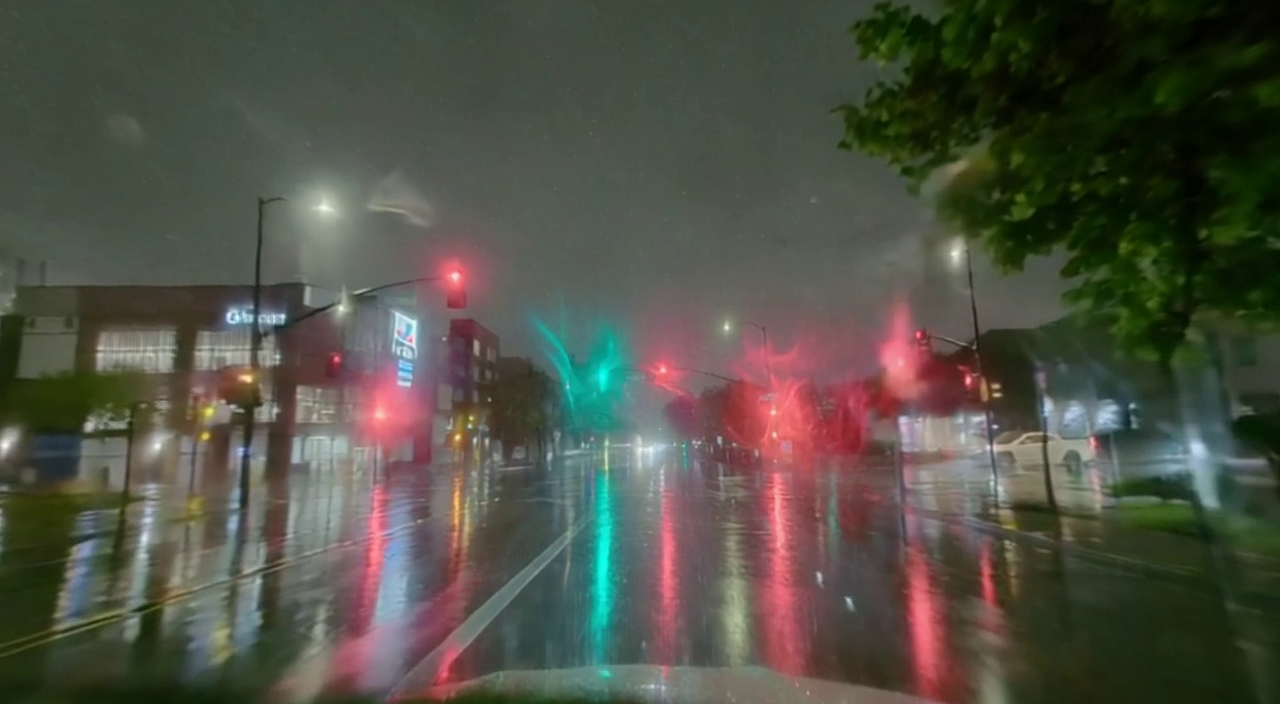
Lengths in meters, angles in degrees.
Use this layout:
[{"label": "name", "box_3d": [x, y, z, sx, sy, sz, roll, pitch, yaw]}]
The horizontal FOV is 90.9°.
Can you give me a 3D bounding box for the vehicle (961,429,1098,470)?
[{"label": "vehicle", "box_3d": [17.670, 4.455, 28.785, 4.836, 1.795, 1.957, 0, -8, 2]}]
